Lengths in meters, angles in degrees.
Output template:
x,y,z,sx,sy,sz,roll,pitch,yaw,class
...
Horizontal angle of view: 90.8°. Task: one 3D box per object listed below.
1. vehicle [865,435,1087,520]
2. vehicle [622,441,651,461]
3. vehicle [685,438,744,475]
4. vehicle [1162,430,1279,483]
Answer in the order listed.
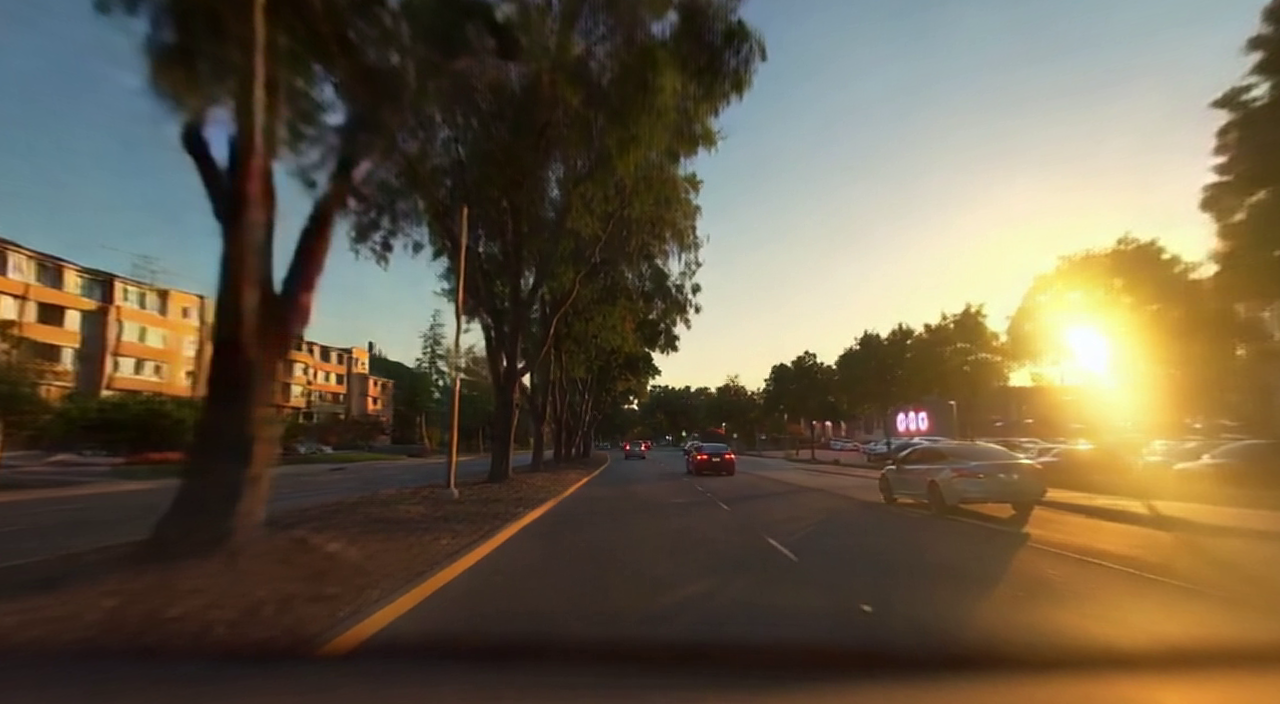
x,y,z,sx,sy,sz,roll,pitch,yaw,class
6.947,2.614,13.840,2.098,1.507,4.655,0,-8,-3,vehicle
-0.287,7.357,47.095,2.095,1.456,3.873,0,-8,-1,vehicle
3.325,4.760,29.063,1.953,1.514,4.672,0,-8,-2,vehicle
20.915,3.527,21.431,4.646,1.690,1.971,0,-8,-1,vehicle
